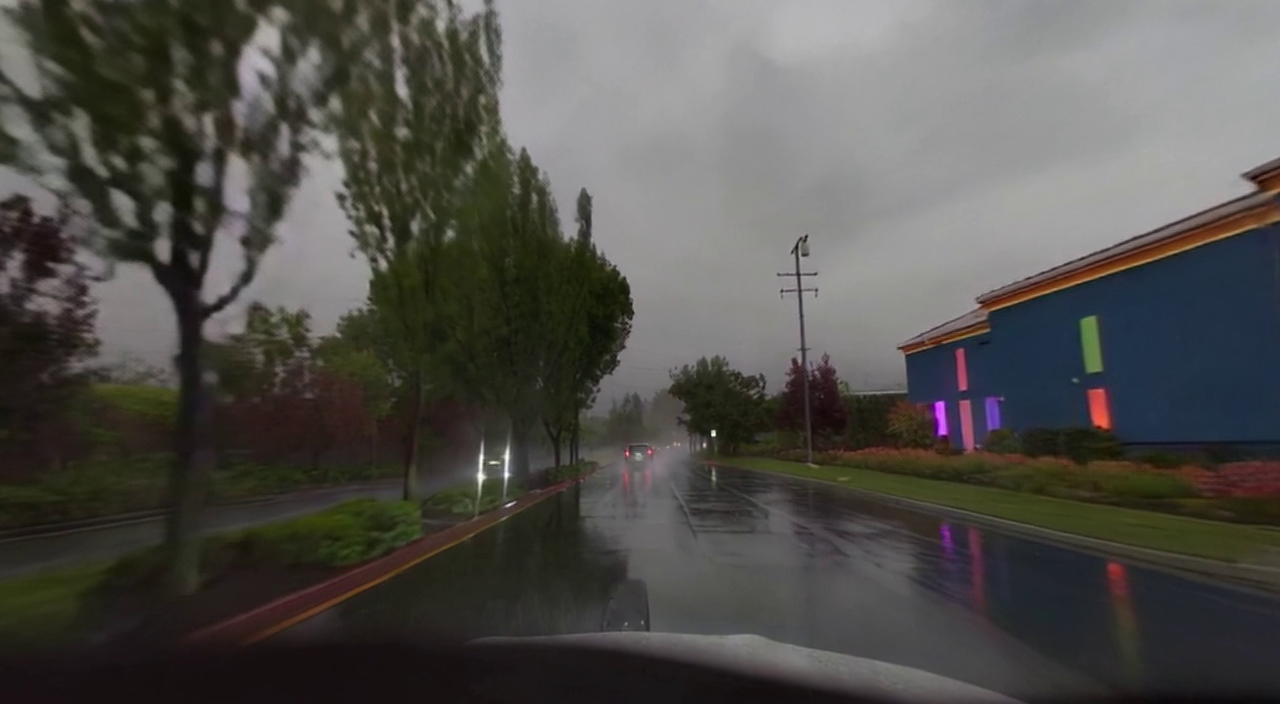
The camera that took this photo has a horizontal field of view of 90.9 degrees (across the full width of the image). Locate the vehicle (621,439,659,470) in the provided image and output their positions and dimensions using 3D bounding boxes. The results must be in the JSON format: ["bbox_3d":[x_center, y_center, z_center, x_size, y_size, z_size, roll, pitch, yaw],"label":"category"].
[{"bbox_3d":[0.050,5.984,37.077,2.129,1.713,4.314,0,-8,2],"label":"vehicle"}]

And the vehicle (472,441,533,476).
[{"bbox_3d":[-7.244,5.640,33.740,2.055,1.757,4.584,0,-8,2],"label":"vehicle"}]
